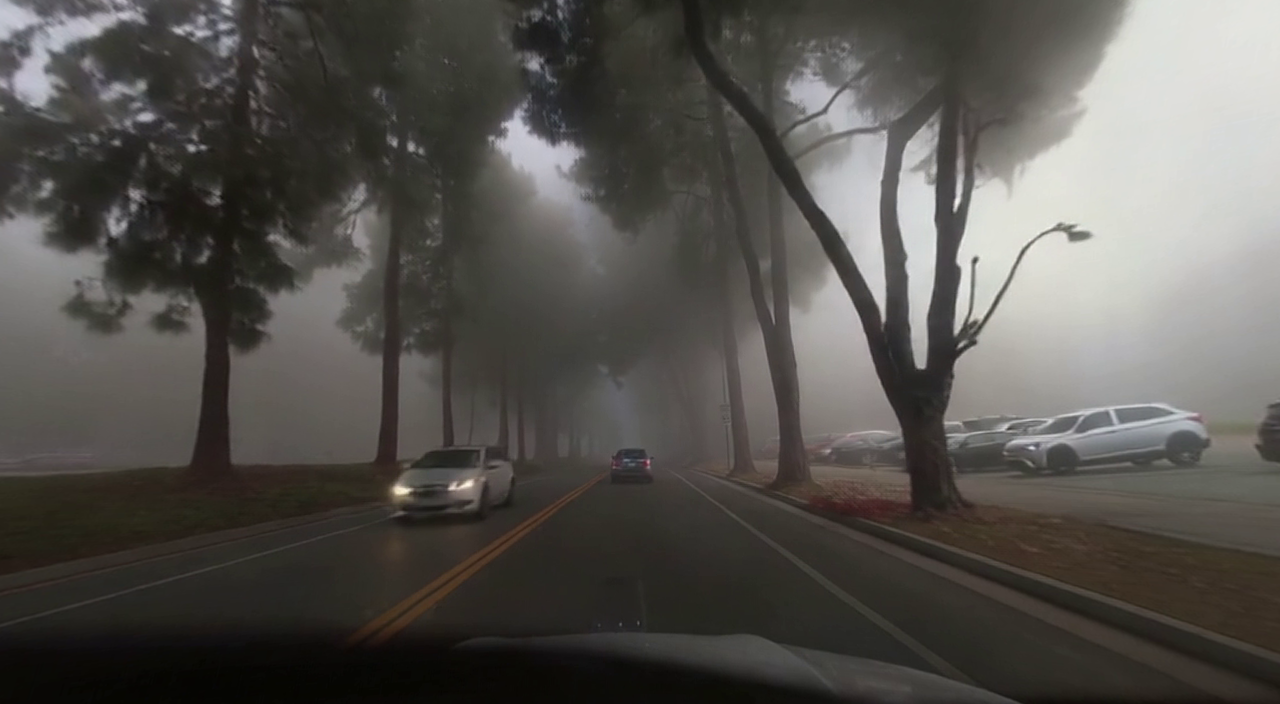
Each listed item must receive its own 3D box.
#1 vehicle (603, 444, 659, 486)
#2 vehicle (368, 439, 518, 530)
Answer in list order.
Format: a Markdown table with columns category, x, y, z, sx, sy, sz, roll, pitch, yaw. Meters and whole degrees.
| category | x | y | z | sx | sy | sz | roll | pitch | yaw |
| --- | --- | --- | --- | --- | --- | --- | --- | --- | --- |
| vehicle | -0.287 | 4.662 | 26.532 | 2.152 | 1.574 | 4.223 | -1 | -8 | 2 |
| vehicle | -4.185 | 2.841 | 14.177 | 2.078 | 1.720 | 3.822 | -1 | -8 | 1 |
